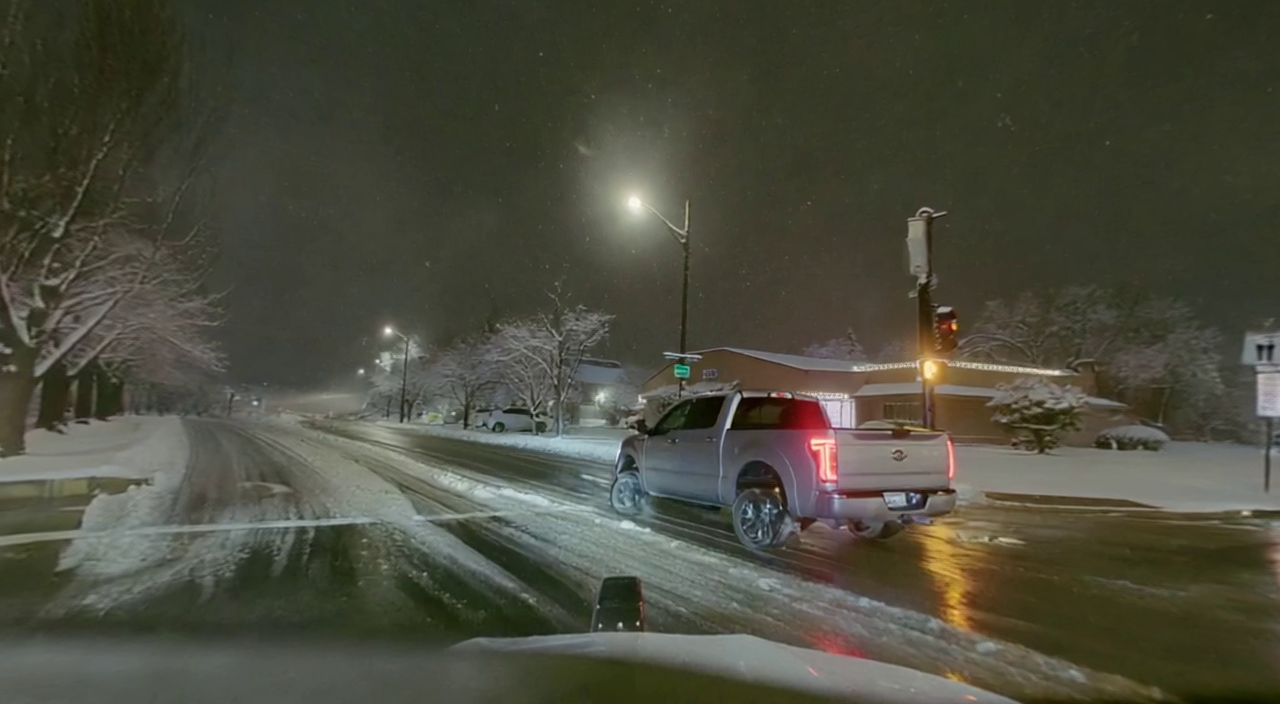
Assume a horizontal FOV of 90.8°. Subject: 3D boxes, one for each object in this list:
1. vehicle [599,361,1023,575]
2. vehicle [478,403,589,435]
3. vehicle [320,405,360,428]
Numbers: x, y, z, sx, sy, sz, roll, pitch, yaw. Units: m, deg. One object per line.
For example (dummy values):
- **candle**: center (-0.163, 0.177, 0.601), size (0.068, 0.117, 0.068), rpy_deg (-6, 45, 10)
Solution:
- **vehicle**: center (1.696, 1.483, 8.799), size (2.402, 1.922, 5.677), rpy_deg (5, -10, -28)
- **vehicle**: center (-7.783, 5.002, 46.647), size (7.551, 2.142, 2.896), rpy_deg (5, -8, -35)
- **vehicle**: center (-21.666, 4.685, 45.535), size (1.842, 1.467, 4.633), rpy_deg (6, -10, -34)
